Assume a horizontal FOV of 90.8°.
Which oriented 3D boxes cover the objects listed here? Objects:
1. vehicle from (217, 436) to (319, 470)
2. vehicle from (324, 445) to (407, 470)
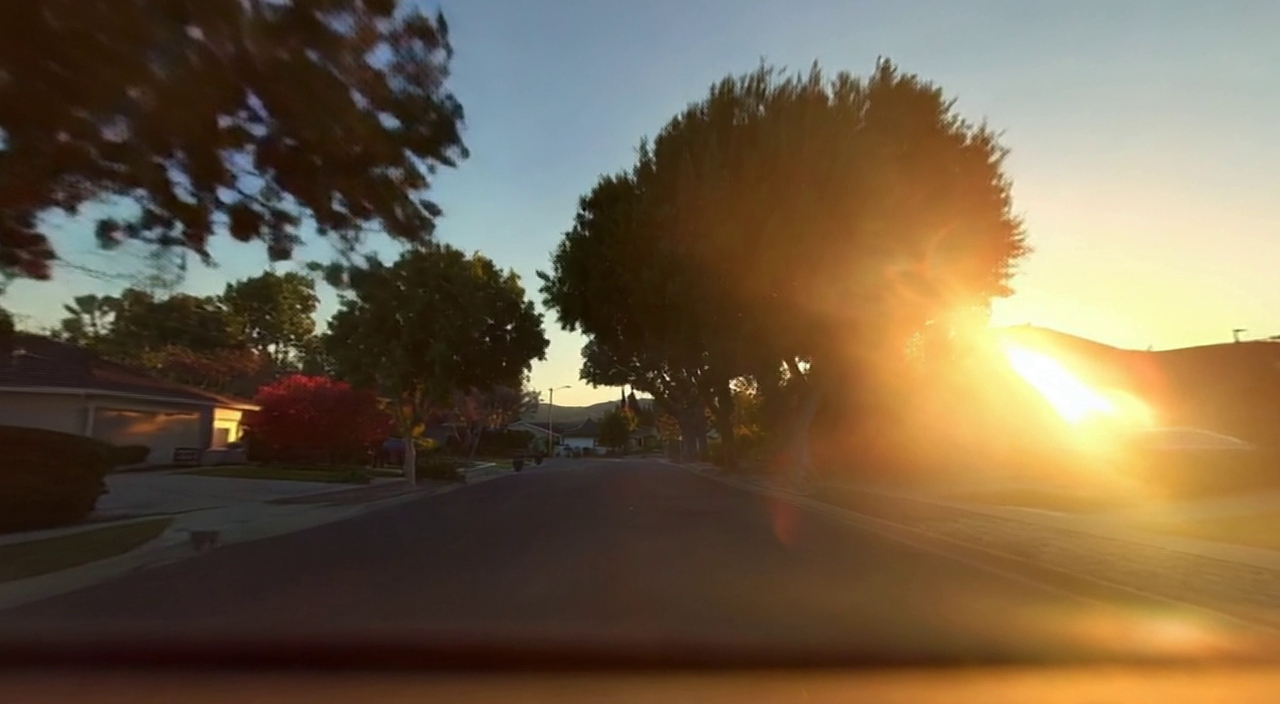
[{"bbox_3d":[-20.816,5.678,35.515,4.359,1.789,2.123,0,-10,-2],"label":"vehicle"},{"bbox_3d":[-17.357,6.711,40.117,4.307,1.508,2.072,0,-10,-1],"label":"vehicle"}]
